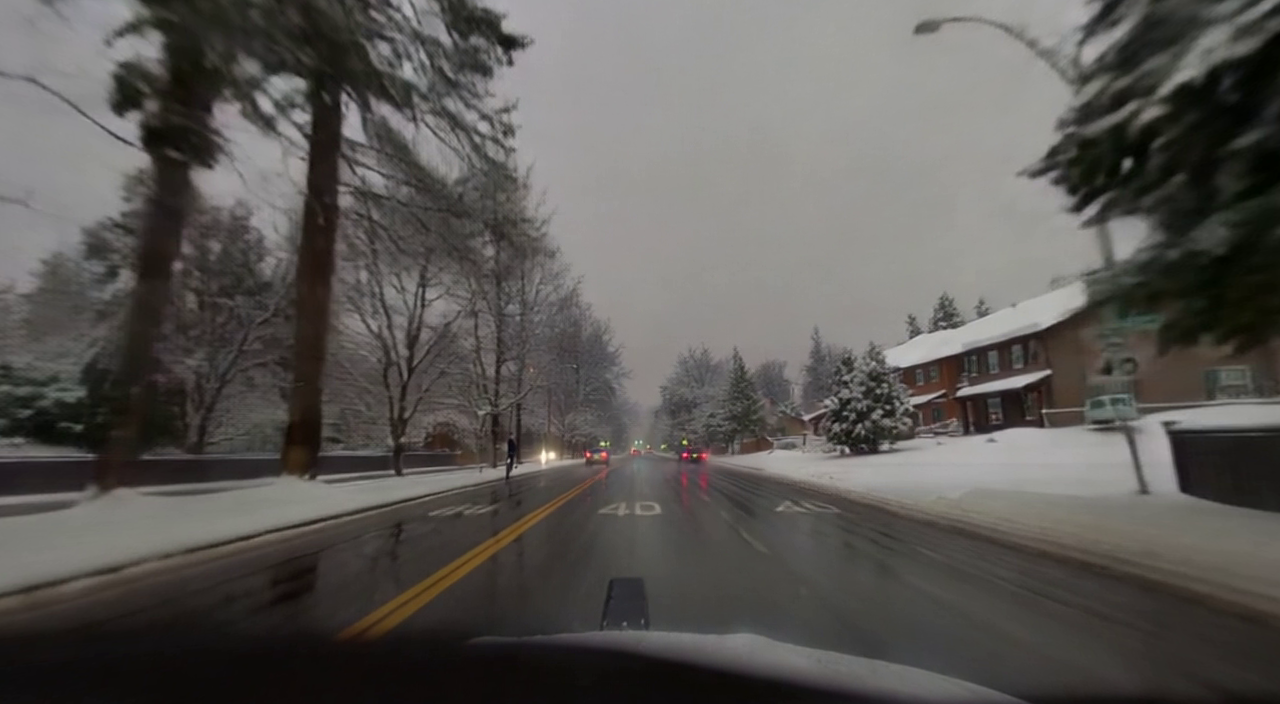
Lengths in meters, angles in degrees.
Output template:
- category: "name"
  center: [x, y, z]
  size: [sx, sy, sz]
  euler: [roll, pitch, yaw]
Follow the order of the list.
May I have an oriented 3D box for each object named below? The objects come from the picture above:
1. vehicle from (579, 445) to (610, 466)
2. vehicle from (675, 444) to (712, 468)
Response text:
- category: "vehicle"
  center: [-3.421, 7.942, 48.529]
  size: [2.011, 1.480, 4.517]
  euler: [0, -9, 1]
- category: "vehicle"
  center: [3.480, 6.898, 41.844]
  size: [1.992, 1.511, 4.464]
  euler: [0, -9, 0]
